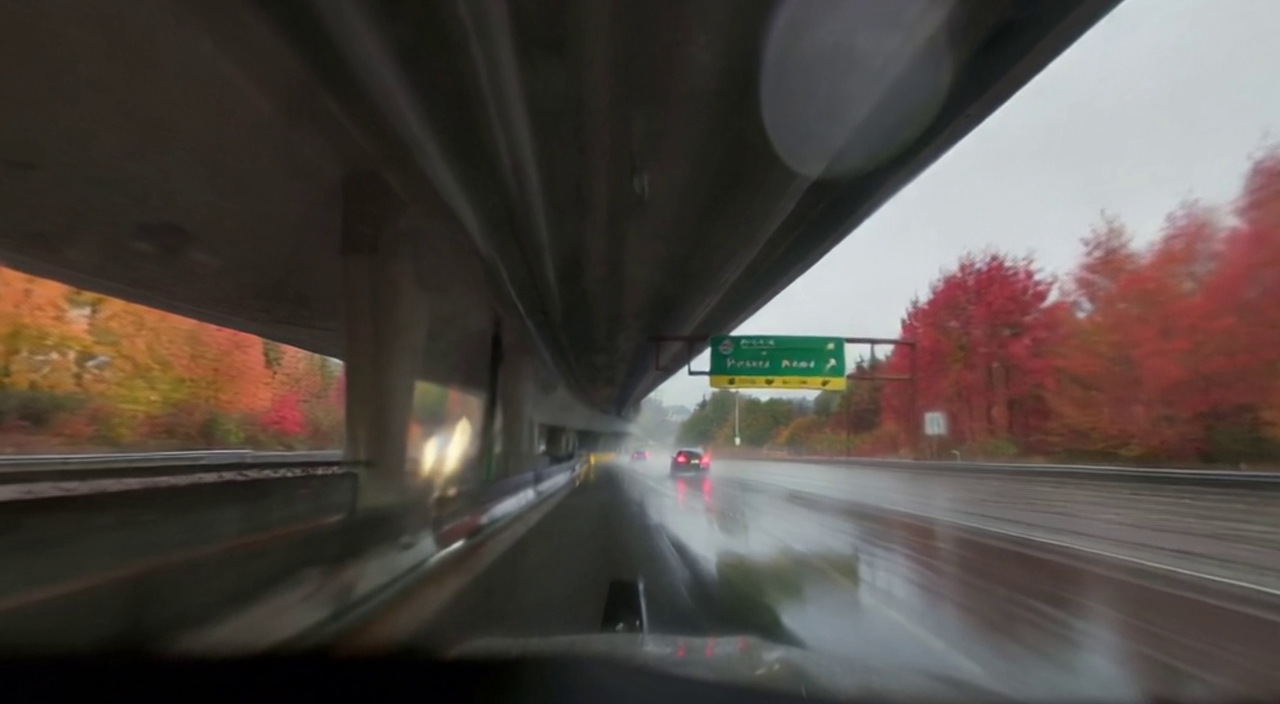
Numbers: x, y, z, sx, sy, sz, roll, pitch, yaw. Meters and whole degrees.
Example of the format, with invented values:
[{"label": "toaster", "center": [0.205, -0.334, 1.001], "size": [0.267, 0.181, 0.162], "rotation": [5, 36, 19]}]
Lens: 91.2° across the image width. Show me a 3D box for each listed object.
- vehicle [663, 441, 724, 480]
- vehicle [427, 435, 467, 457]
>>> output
[{"label": "vehicle", "center": [2.356, 4.972, 28.840], "size": [2.337, 1.633, 4.222], "rotation": [-1, -9, -2]}, {"label": "vehicle", "center": [-14.879, 7.304, 48.478], "size": [1.921, 1.550, 4.249], "rotation": [-1, -9, -2]}]
